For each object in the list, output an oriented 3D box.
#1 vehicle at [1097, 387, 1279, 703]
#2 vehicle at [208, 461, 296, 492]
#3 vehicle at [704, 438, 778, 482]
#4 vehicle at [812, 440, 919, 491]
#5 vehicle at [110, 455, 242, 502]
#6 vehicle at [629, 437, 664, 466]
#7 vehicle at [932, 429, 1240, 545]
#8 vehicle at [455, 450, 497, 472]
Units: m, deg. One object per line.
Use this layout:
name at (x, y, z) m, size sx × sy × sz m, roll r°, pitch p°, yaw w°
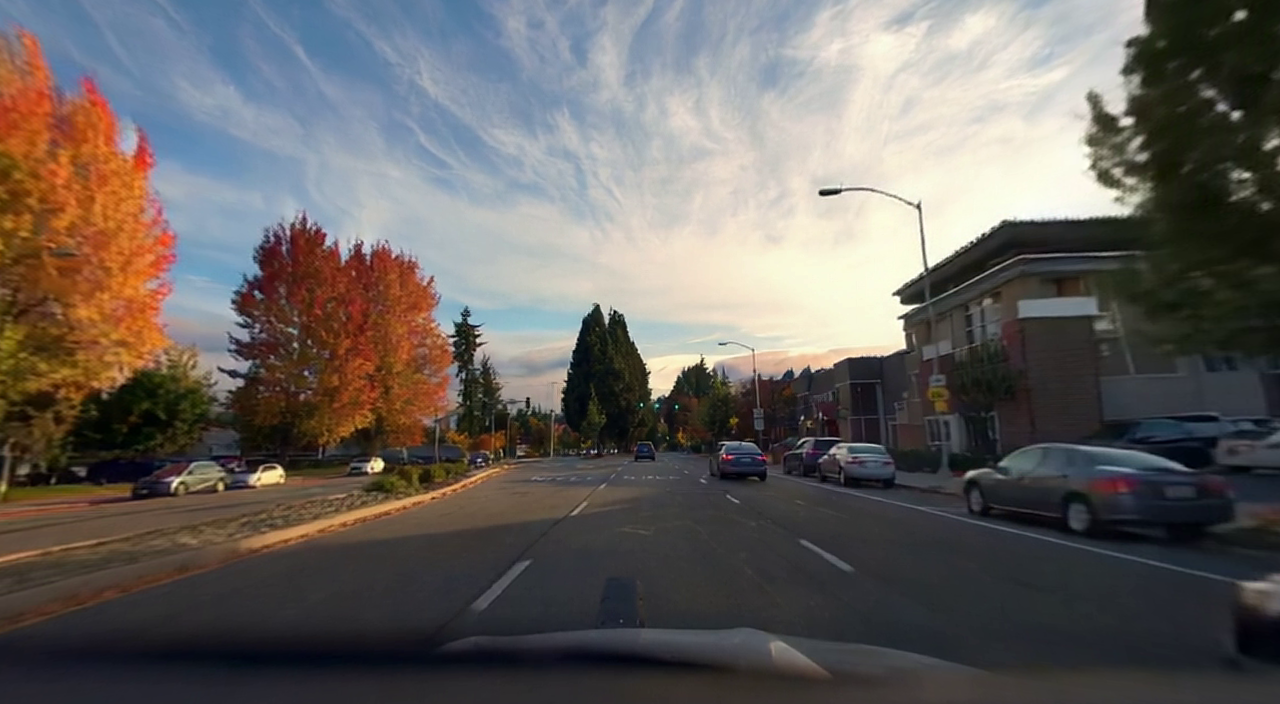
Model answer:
vehicle at (3.299, 0.666, 0.830) m, size 1.977 × 1.498 × 4.521 m, roll 0°, pitch -8°, yaw 0°
vehicle at (-21.929, 7.025, 35.826) m, size 1.930 × 1.542 × 4.817 m, roll 0°, pitch -8°, yaw 0°
vehicle at (3.868, 4.213, 24.909) m, size 2.178 × 1.546 × 4.311 m, roll 0°, pitch -8°, yaw 0°
vehicle at (7.326, 3.716, 20.993) m, size 1.928 × 1.480 × 4.464 m, roll 0°, pitch -8°, yaw 1°
vehicle at (-21.895, 5.929, 30.083) m, size 2.142 × 1.900 × 5.489 m, roll 0°, pitch -8°, yaw 0°
vehicle at (0.444, 6.717, 42.628) m, size 2.239 × 1.856 × 4.815 m, roll 0°, pitch -8°, yaw 0°
vehicle at (6.994, 2.137, 10.661) m, size 2.028 × 1.532 × 4.379 m, roll 0°, pitch -8°, yaw 1°
vehicle at (-12.177, 8.093, 47.017) m, size 1.988 × 1.508 × 4.650 m, roll 0°, pitch -8°, yaw -1°
